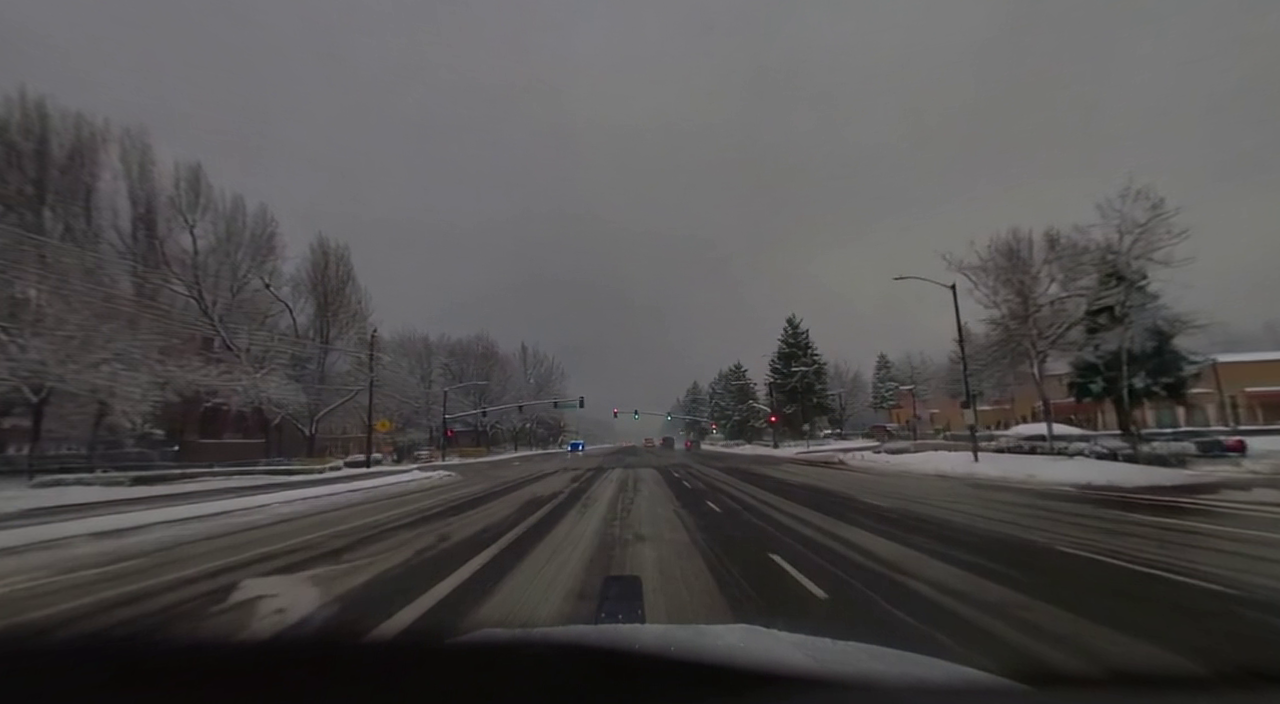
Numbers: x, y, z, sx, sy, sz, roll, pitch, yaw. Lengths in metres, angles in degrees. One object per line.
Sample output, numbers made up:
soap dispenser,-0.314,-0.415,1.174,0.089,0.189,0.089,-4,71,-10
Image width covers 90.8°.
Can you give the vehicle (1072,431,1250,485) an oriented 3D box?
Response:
vehicle,18.064,3.683,22.073,4.427,1.747,2.024,0,-9,-2
